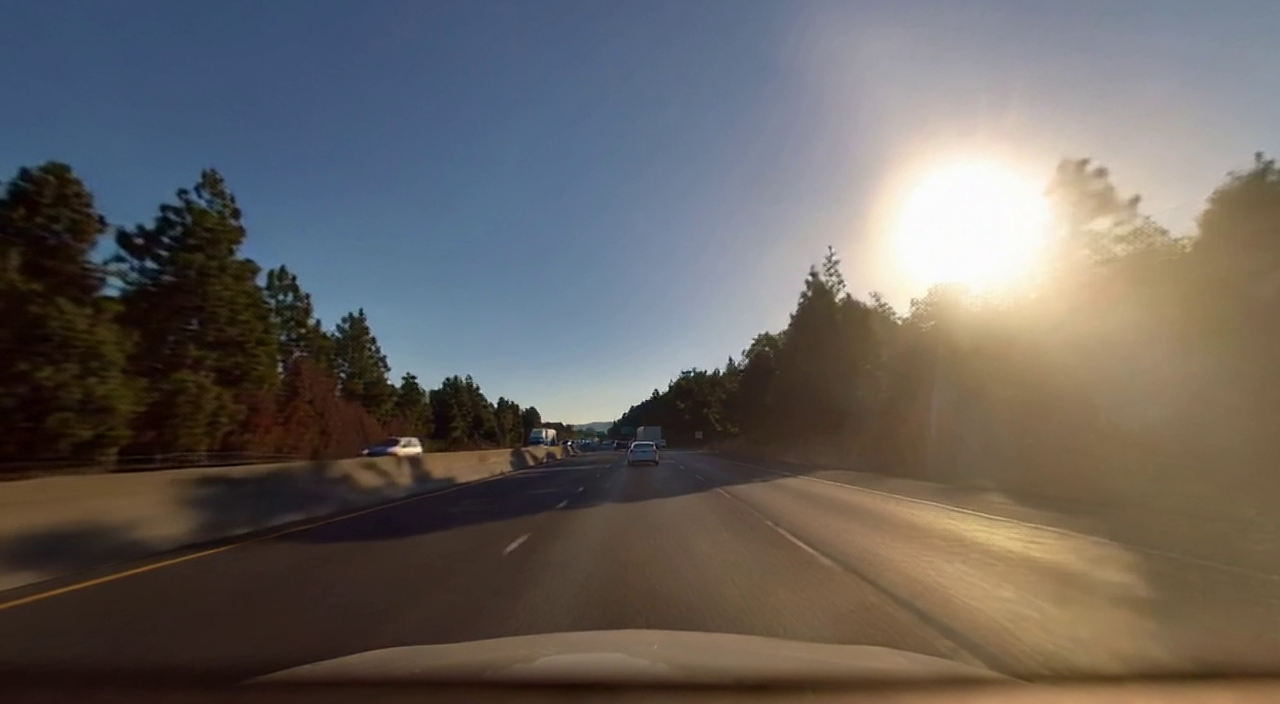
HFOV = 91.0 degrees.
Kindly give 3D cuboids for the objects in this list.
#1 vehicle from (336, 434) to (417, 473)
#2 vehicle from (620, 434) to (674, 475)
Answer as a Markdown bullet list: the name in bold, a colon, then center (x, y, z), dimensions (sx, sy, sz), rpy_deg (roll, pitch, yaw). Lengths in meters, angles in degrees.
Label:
- **vehicle**: center (-14.164, 5.505, 34.205), dimensions (2.194, 1.944, 5.041), rpy_deg (0, -8, 0)
- **vehicle**: center (0.363, 4.424, 27.321), dimensions (2.139, 1.607, 4.034), rpy_deg (0, -8, 3)
